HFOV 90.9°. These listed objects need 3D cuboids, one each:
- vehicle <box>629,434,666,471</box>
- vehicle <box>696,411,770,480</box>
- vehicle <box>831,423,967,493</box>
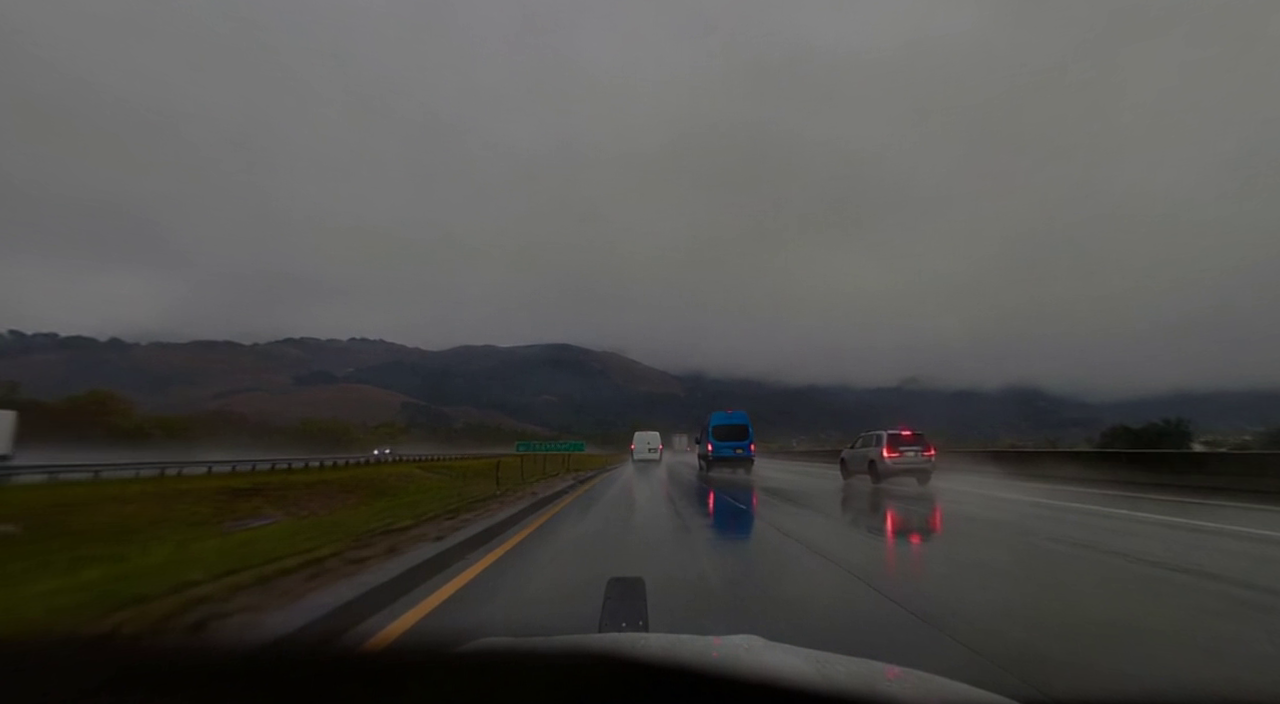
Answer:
[{"bbox_3d":[0.436,6.202,39.177,2.131,2.122,4.473,0,-8,0],"label":"vehicle"},{"bbox_3d":[3.898,4.083,27.643,2.302,2.670,6.176,0,-8,0],"label":"vehicle"},{"bbox_3d":[7.973,3.326,20.084,2.240,1.925,4.854,0,-8,0],"label":"vehicle"}]
